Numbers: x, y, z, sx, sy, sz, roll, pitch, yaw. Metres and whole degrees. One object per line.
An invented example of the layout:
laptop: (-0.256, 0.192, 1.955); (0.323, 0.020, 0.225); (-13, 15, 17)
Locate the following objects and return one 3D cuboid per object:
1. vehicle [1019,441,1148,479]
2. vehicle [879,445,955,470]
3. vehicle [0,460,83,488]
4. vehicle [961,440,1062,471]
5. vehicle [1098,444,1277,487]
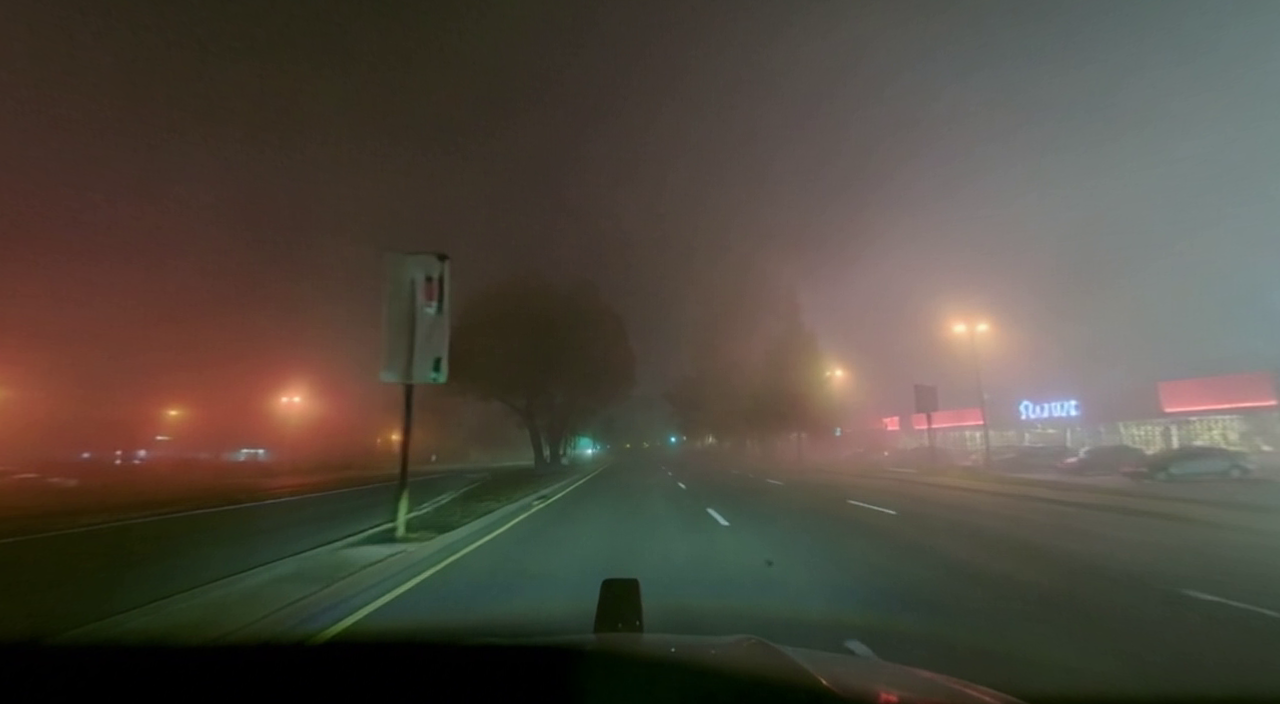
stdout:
vehicle: (20.268, 4.945, 29.046); (4.407, 1.616, 1.929); (0, -9, 1)
vehicle: (19.658, 7.534, 45.015); (4.403, 1.436, 1.918); (-2, -13, 1)
vehicle: (-41.179, 8.264, 42.879); (4.564, 1.780, 2.039); (0, -9, -3)
vehicle: (20.053, 5.599, 34.243); (4.222, 1.610, 1.948); (0, -9, -1)
vehicle: (20.248, 4.190, 23.519); (4.805, 1.473, 2.046); (0, -9, -3)
